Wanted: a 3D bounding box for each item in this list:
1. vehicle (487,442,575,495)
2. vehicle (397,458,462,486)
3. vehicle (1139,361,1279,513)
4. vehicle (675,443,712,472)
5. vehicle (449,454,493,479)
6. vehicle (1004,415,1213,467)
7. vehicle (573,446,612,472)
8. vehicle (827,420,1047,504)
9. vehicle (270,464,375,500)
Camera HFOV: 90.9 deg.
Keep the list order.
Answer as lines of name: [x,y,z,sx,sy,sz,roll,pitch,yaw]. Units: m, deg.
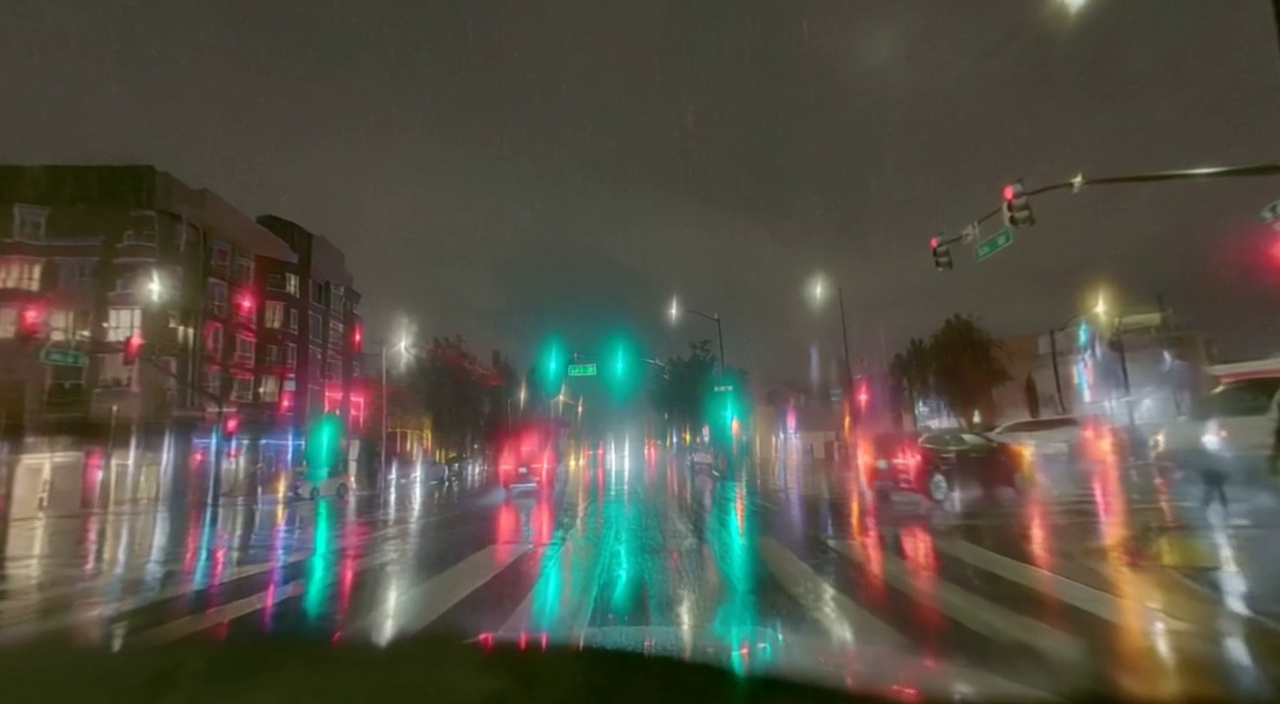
vehicle: [-3.298,3.593,19.834,1.973,1.496,3.713,0,-8,2]
vehicle: [-12.309,7.042,37.131,1.934,1.434,4.636,-1,-8,4]
vehicle: [11.968,1.380,10.321,5.523,2.219,2.251,0,-8,1]
vehicle: [3.395,6.826,40.970,1.924,1.765,3.954,0,-8,-2]
vehicle: [-11.980,8.095,44.919,1.933,1.628,3.973,0,-8,2]
vehicle: [14.093,2.711,19.187,4.801,1.497,1.895,0,-8,0]
vehicle: [-2.858,6.590,38.984,1.916,1.487,4.535,0,-8,2]
vehicle: [6.348,2.264,13.351,4.540,1.480,2.153,6,-10,-35]
vehicle: [-15.222,6.239,30.552,1.999,1.466,4.535,-2,-9,14]
